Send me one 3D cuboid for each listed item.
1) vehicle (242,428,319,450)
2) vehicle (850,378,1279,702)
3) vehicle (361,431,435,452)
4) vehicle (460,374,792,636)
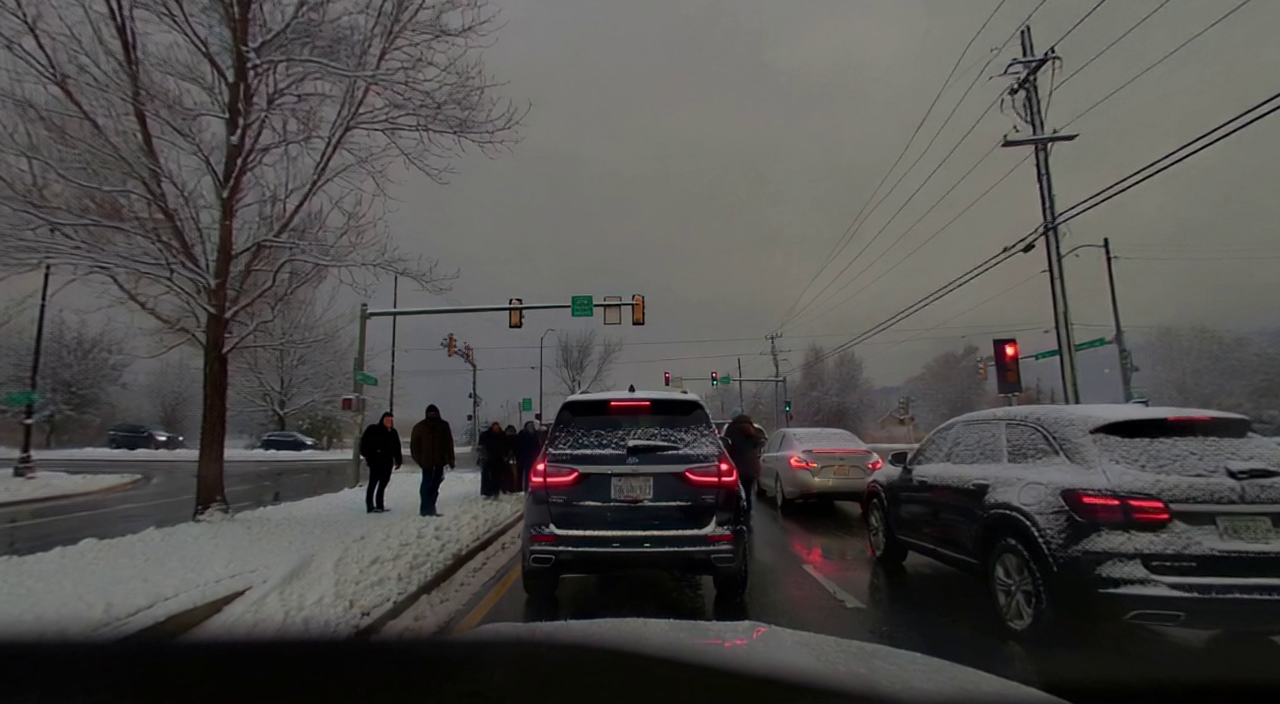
[{"bbox_3d":[-26.846,6.530,47.203,4.587,1.639,1.878,0,-8,0],"label":"vehicle"},{"bbox_3d":[3.555,1.294,5.558,1.948,1.677,4.437,0,-8,1],"label":"vehicle"},{"bbox_3d":[-17.758,6.560,46.365,4.607,1.478,1.995,0,-8,0],"label":"vehicle"},{"bbox_3d":[-0.143,1.365,6.632,2.271,1.786,4.443,0,-8,-1],"label":"vehicle"}]
